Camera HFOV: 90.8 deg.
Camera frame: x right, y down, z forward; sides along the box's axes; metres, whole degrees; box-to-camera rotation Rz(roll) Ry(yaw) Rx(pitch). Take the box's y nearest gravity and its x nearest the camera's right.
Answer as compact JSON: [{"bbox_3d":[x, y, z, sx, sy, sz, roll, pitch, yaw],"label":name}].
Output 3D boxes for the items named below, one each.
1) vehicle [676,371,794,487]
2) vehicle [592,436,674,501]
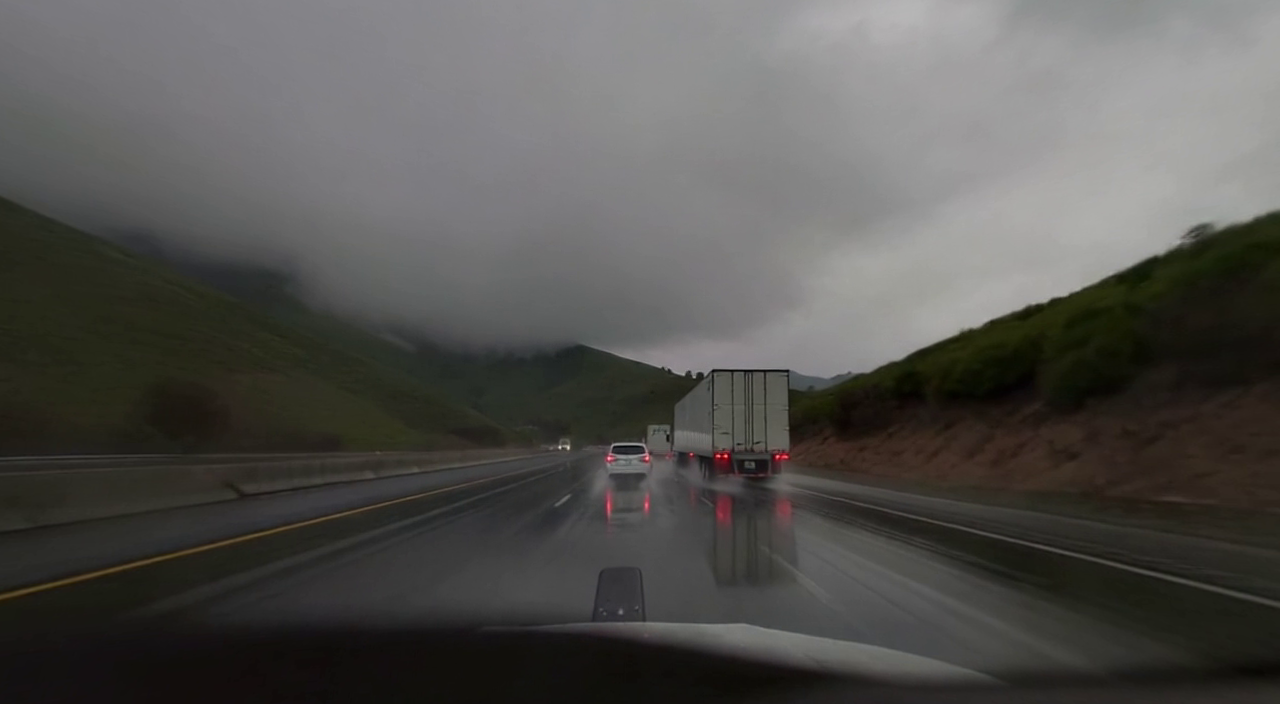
[{"bbox_3d":[3.718,3.762,29.134,2.812,4.024,14.098,0,-9,-2],"label":"vehicle"},{"bbox_3d":[-0.223,3.306,18.242,2.109,1.639,3.768,0,-9,-1],"label":"vehicle"}]
